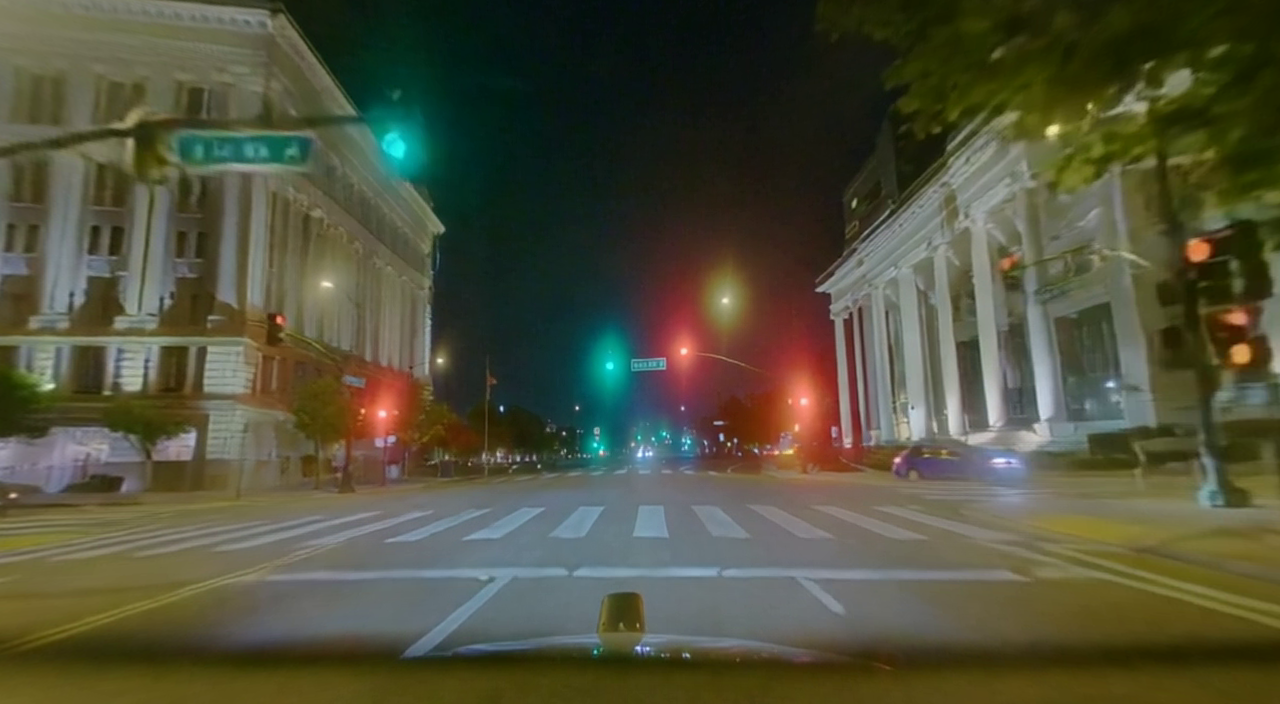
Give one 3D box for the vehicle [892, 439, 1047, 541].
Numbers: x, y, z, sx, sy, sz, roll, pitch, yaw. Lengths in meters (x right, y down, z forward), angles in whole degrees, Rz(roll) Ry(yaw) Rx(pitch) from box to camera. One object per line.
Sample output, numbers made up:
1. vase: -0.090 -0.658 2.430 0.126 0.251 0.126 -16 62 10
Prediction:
1. vehicle: 5.942 2.425 11.939 2.085 1.530 4.125 -3 -9 21
